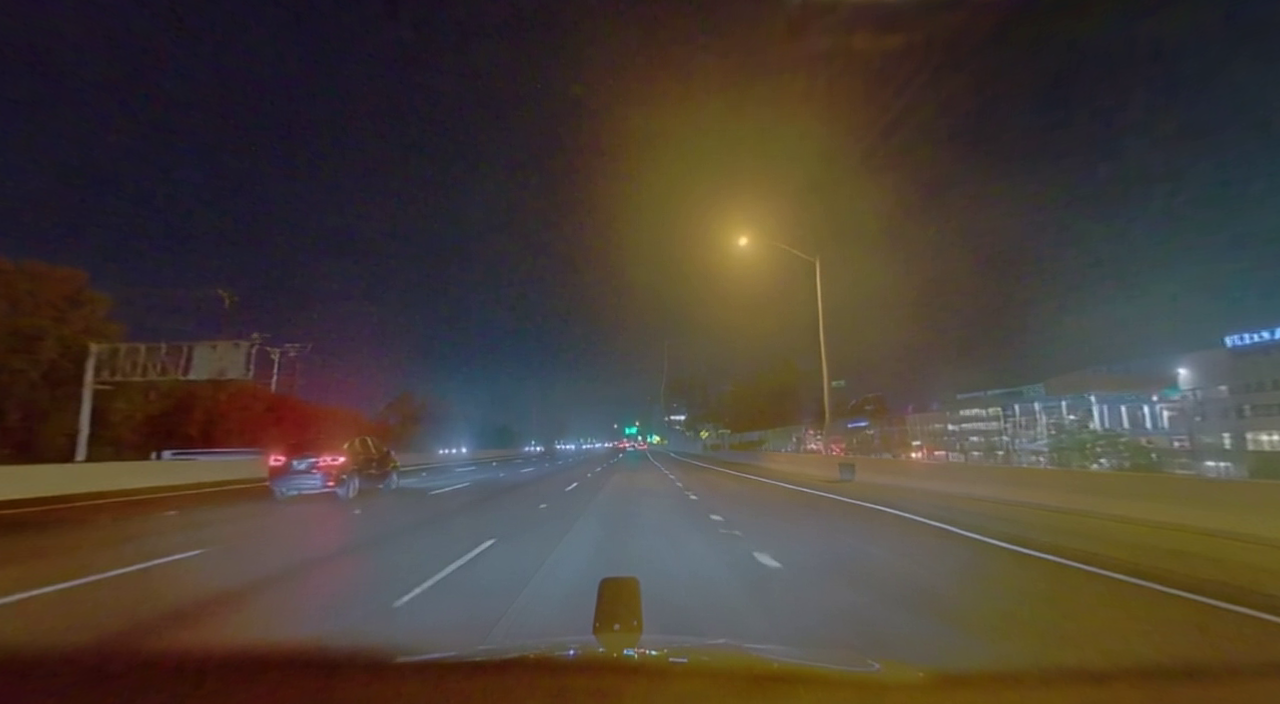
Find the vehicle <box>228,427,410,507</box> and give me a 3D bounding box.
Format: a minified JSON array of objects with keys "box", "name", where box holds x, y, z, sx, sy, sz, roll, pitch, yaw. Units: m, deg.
[{"box":[-7.623,2.771,15.637,2.140,1.626,4.457,1,-9,0],"name":"vehicle"}]
